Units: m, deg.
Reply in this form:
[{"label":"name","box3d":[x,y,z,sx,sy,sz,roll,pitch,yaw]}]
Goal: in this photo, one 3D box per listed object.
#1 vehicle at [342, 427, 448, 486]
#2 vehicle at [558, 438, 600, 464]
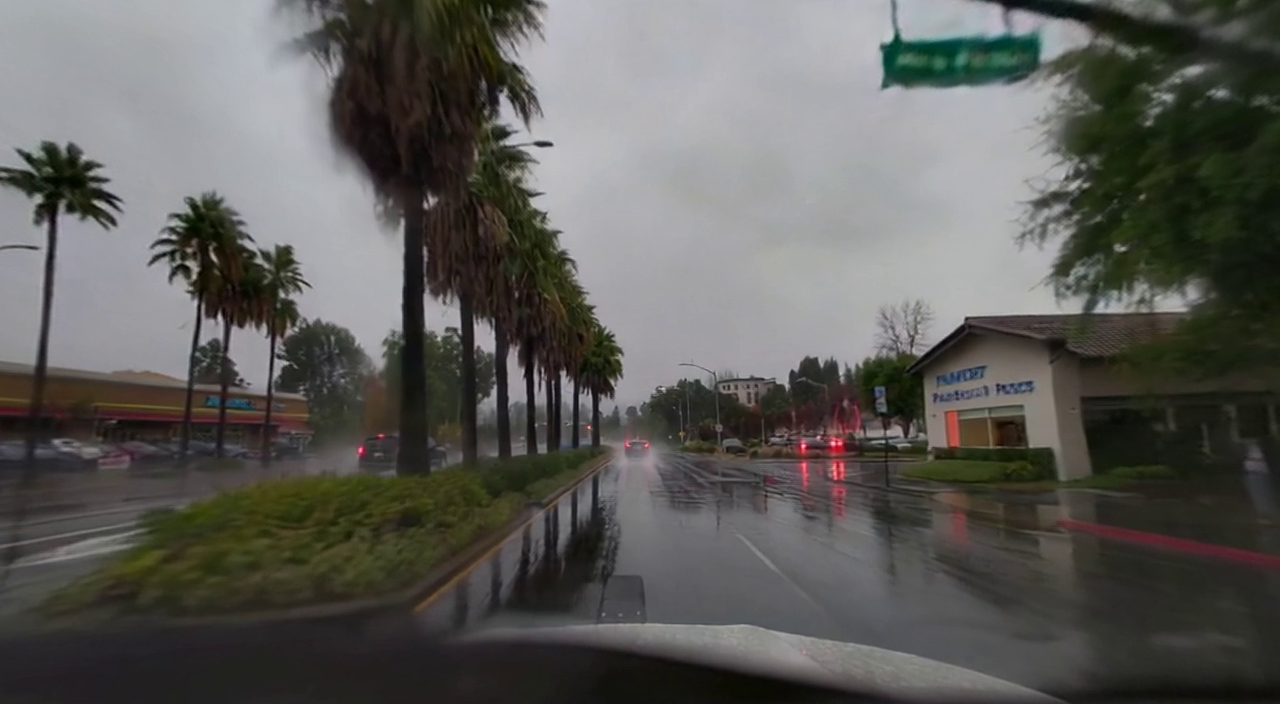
[{"label":"vehicle","box3d":[-7.960,3.441,21.050,2.022,1.746,4.406,0,-9,-4]},{"label":"vehicle","box3d":[-3.617,5.948,38.008,2.181,1.483,4.123,0,-9,-1]}]
